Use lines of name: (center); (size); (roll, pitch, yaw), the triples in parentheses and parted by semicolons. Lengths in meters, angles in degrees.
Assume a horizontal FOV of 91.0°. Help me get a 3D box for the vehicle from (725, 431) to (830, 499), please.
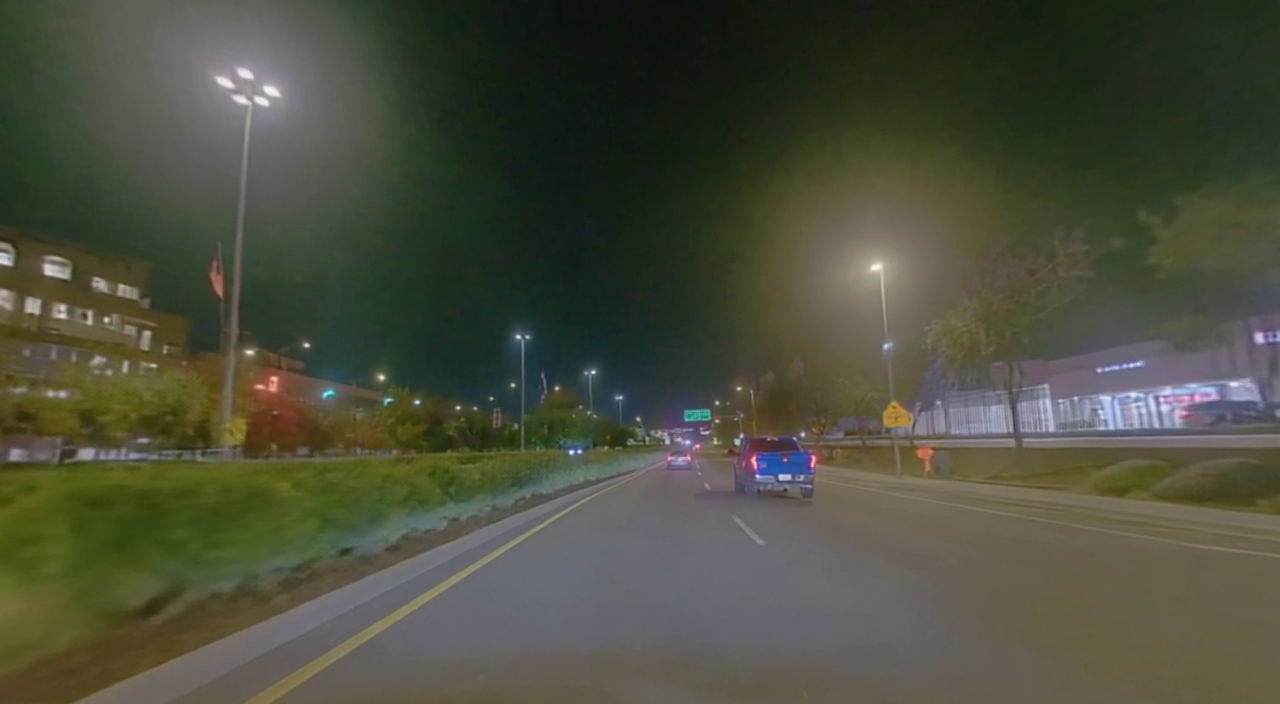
vehicle: (4.341, 3.675, 20.946); (2.367, 1.919, 5.651); (0, -9, 2)

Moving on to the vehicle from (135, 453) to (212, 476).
vehicle: (-32.188, 7.744, 43.476); (3.963, 1.494, 1.802); (-1, -9, 7)

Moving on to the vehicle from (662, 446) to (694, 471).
vehicle: (2.550, 7.002, 41.658); (1.968, 1.521, 4.262); (0, -9, 5)
